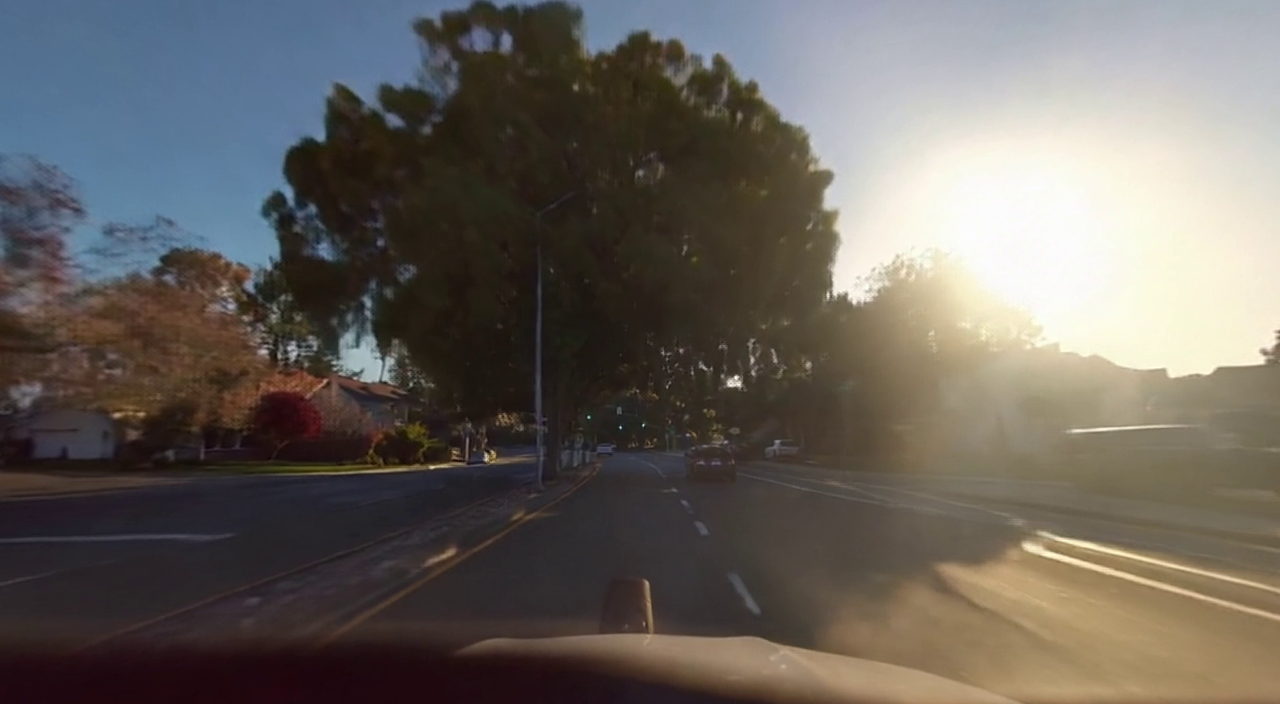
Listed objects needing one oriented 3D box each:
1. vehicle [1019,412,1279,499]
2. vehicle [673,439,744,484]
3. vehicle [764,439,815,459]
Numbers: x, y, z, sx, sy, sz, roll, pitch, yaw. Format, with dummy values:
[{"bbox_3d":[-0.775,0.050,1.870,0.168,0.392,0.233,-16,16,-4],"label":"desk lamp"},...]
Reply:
[{"bbox_3d":[11.402,2.328,14.297,4.202,1.794,2.063,0,-9,0],"label":"vehicle"},{"bbox_3d":[2.410,3.989,23.230,1.960,1.479,4.086,0,-9,-2],"label":"vehicle"},{"bbox_3d":[11.796,7.682,49.865,3.635,1.482,1.879,-1,-9,4],"label":"vehicle"}]
